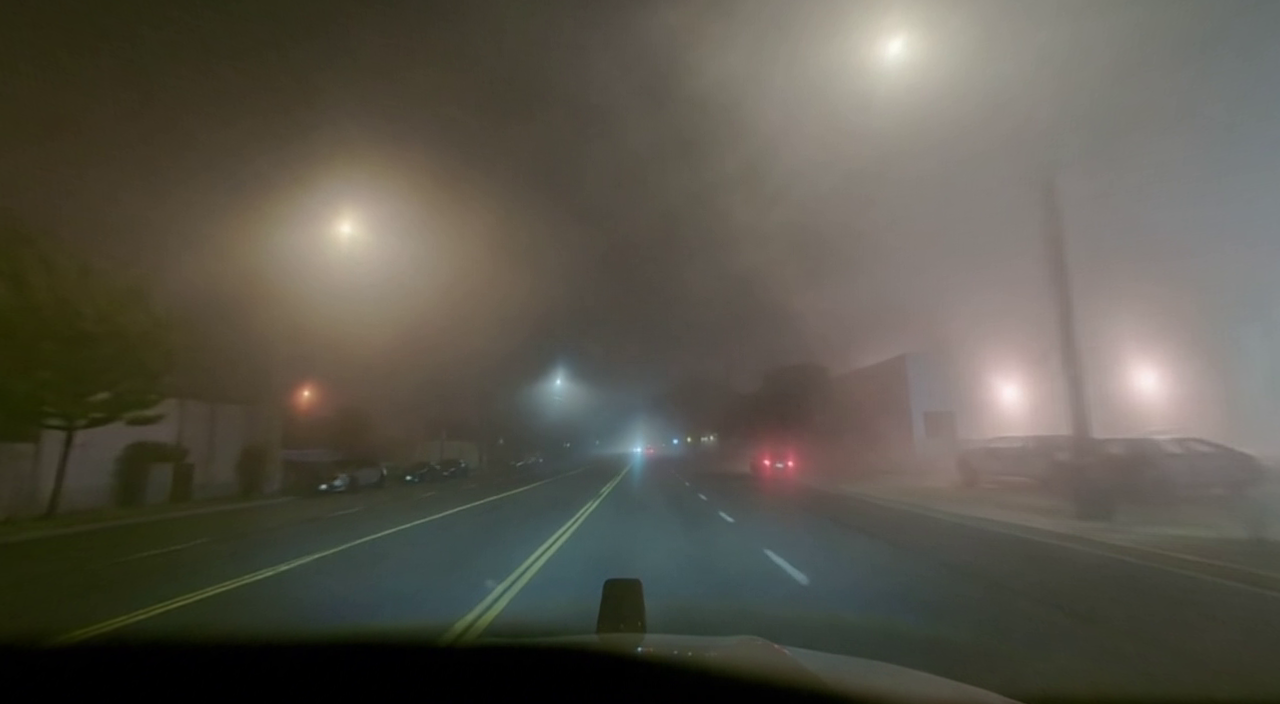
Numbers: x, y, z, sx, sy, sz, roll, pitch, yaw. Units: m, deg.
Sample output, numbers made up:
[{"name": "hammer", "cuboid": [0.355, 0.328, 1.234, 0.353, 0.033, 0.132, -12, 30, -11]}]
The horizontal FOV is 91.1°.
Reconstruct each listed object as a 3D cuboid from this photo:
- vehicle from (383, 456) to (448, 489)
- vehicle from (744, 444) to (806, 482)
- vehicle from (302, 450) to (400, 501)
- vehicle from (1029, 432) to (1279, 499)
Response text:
[{"name": "vehicle", "cuboid": [-11.763, 6.317, 33.187, 1.876, 1.502, 4.506, -3, -9, -1]}, {"name": "vehicle", "cuboid": [6.775, 5.613, 32.150, 2.078, 1.766, 5.474, 0, -9, 1]}, {"name": "vehicle", "cuboid": [-11.878, 5.062, 26.165, 1.979, 1.759, 4.435, -3, -9, 0]}, {"name": "vehicle", "cuboid": [13.025, 2.851, 15.943, 4.833, 1.554, 2.085, 0, -9, 1]}]
